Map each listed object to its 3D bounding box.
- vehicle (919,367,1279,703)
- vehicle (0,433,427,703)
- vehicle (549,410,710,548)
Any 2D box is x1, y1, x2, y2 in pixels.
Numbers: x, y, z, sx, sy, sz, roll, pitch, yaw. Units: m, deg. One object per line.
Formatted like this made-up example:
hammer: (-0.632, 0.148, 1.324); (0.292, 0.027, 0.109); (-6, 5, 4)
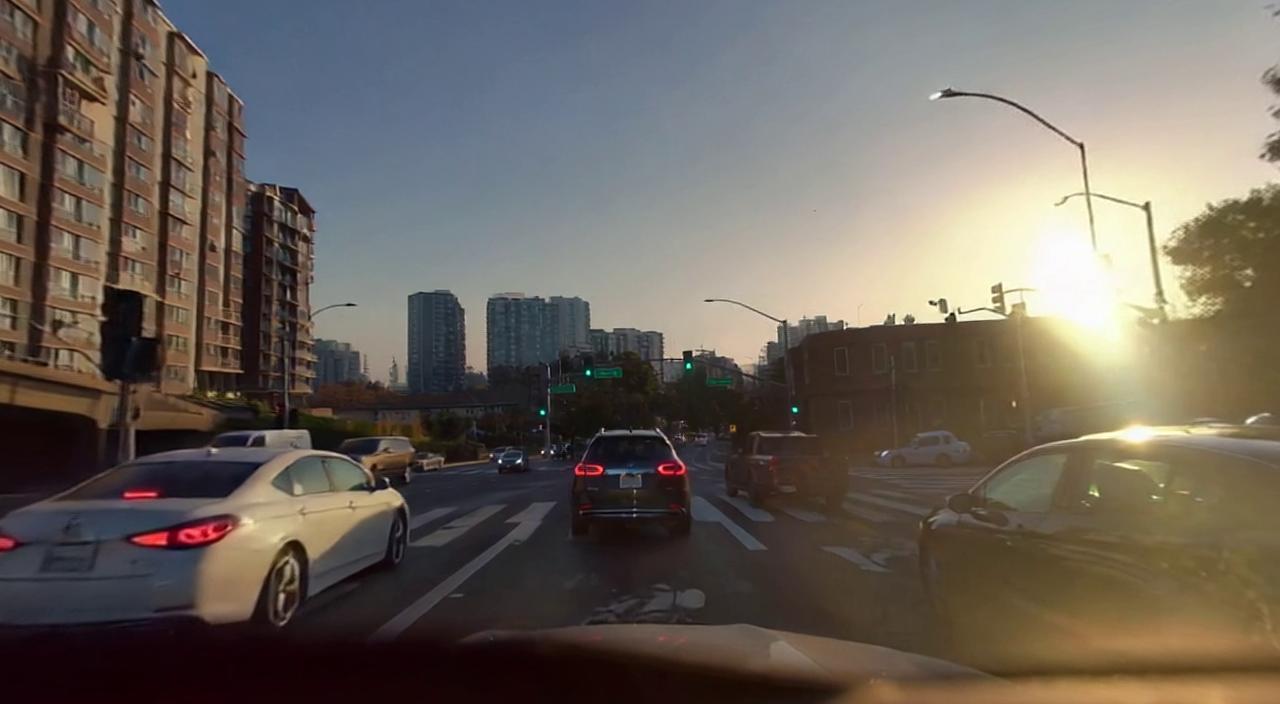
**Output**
vehicle: (3.160, 0.948, 2.792); (1.906, 1.608, 4.137); (0, -8, -1)
vehicle: (-3.758, 1.532, 5.695); (2.055, 1.488, 4.733); (0, -8, 0)
vehicle: (-0.156, 2.138, 11.403); (2.206, 1.858, 5.332); (0, -8, 0)
